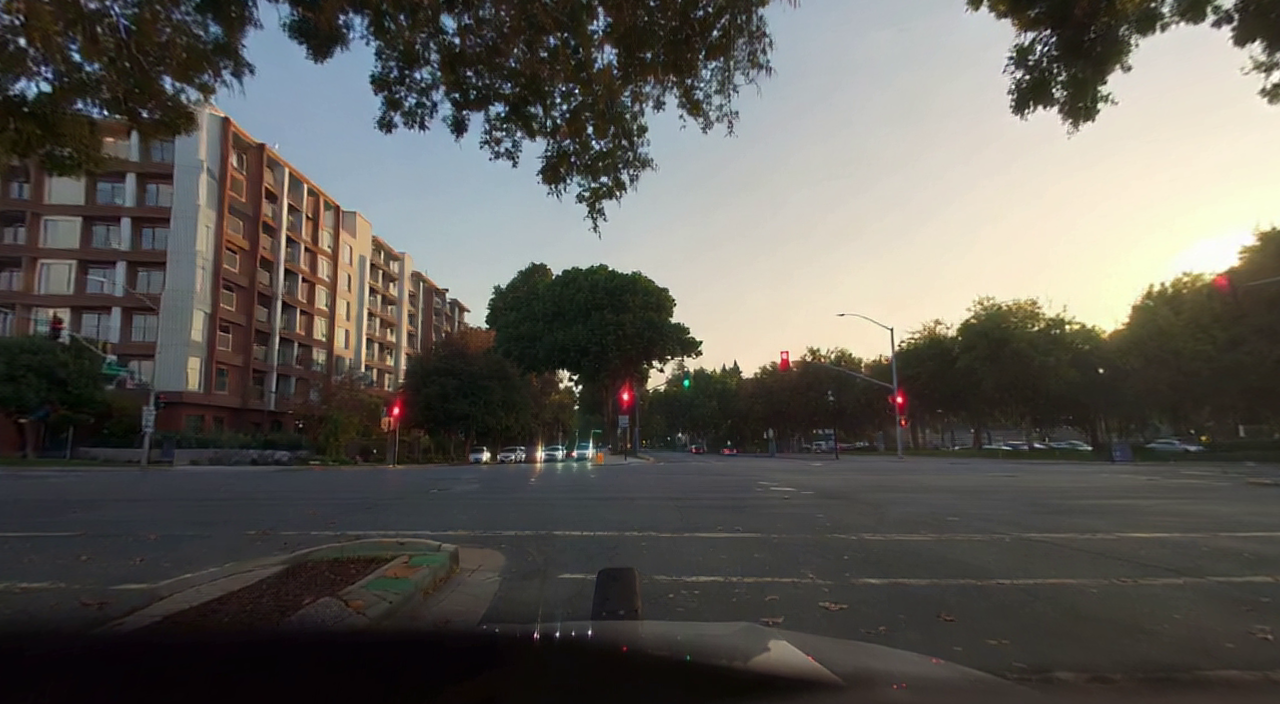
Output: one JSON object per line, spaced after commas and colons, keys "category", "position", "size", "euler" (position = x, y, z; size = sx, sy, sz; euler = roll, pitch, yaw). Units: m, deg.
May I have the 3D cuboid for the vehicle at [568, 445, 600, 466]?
{"category": "vehicle", "position": [-4.338, 8.130, 49.752], "size": [2.130, 1.613, 4.121], "euler": [0, -8, 0]}
